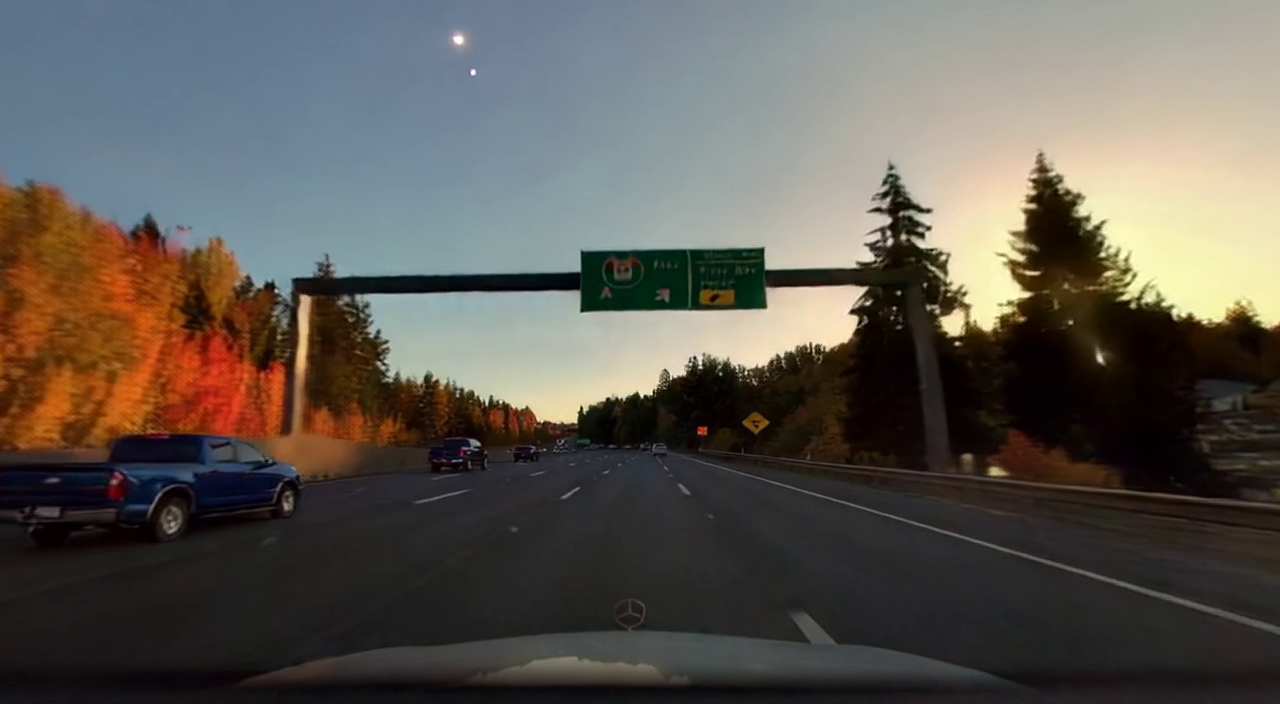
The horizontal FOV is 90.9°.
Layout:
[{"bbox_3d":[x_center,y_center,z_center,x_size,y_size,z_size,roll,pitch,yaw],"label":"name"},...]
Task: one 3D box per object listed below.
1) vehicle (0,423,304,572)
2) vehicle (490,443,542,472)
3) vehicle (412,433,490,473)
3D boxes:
[{"bbox_3d":[-7.192,1.903,9.148,1.965,1.567,4.686,0,-8,1],"label":"vehicle"},{"bbox_3d":[-6.691,5.732,34.469,1.919,1.499,4.234,0,-8,1],"label":"vehicle"},{"bbox_3d":[-10.329,5.570,35.007,2.347,1.984,5.778,0,-8,2],"label":"vehicle"}]
